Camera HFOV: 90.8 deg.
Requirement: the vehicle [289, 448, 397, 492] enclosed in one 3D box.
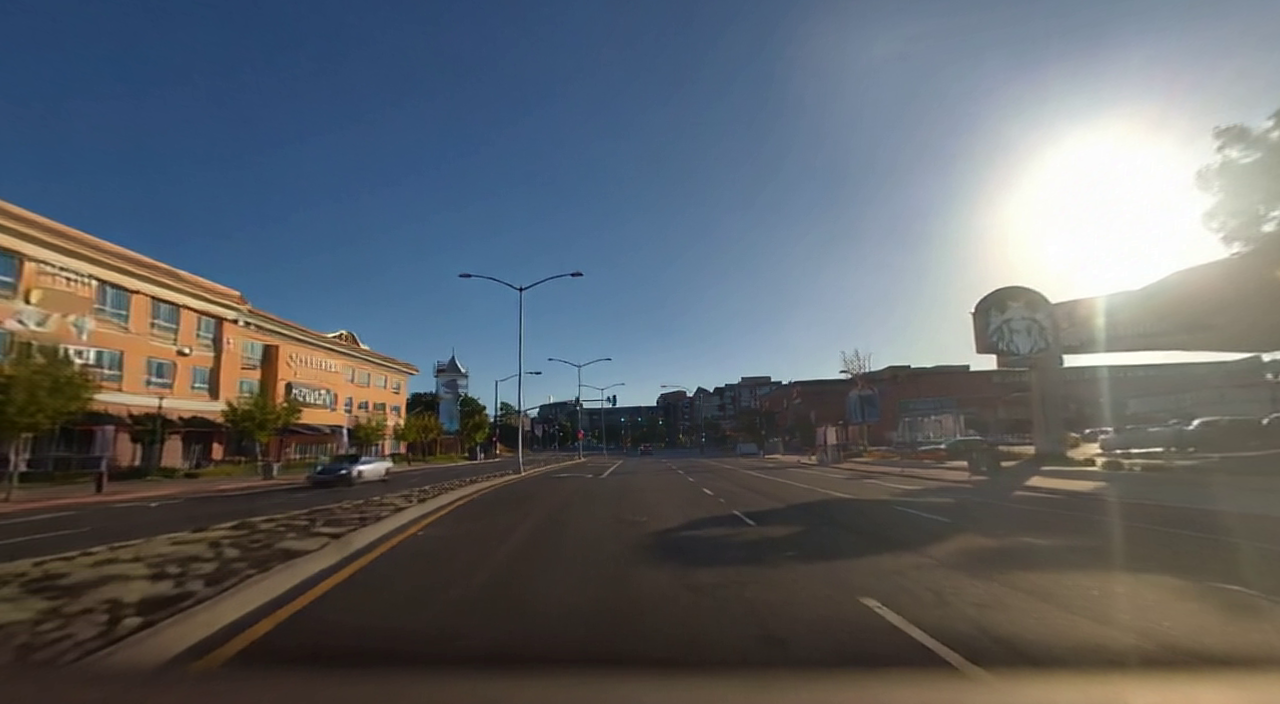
[{"bbox_3d":[-10.938,4.344,23.709,1.929,1.476,4.590,0,-9,-2],"label":"vehicle"}]
